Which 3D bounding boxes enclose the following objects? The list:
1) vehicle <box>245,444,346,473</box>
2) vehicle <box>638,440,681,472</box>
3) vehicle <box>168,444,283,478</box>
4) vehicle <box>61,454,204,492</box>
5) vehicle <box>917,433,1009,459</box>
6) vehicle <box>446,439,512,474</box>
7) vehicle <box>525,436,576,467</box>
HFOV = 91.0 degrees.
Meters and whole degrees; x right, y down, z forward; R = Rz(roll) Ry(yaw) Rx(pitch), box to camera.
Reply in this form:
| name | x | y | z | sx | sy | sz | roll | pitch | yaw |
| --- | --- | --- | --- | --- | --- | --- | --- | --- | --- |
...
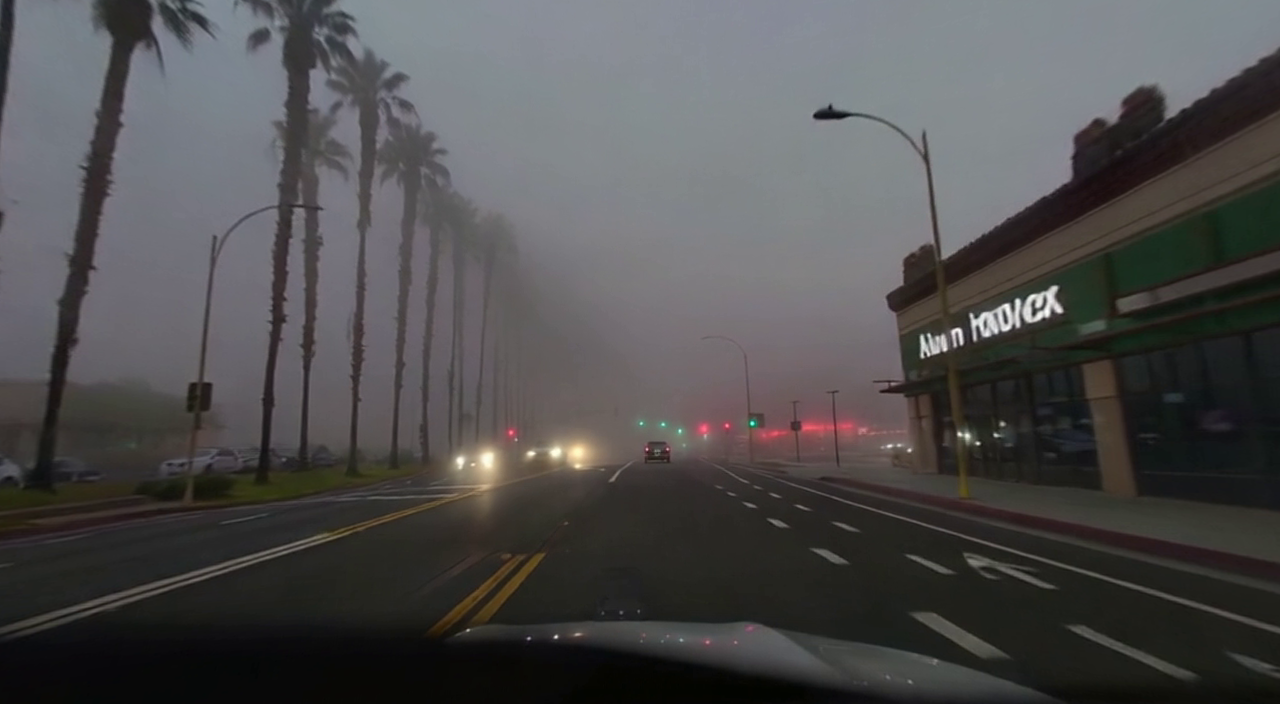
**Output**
| name | x | y | z | sx | sy | sz | roll | pitch | yaw |
| --- | --- | --- | --- | --- | --- | --- | --- | --- | --- |
| vehicle | -21.413 | 6.655 | 39.282 | 5.050 | 1.758 | 2.134 | 0 | -9 | 2 |
| vehicle | 0.948 | 5.315 | 32.418 | 2.065 | 1.507 | 4.225 | 0 | -9 | 1 |
| vehicle | -21.750 | 5.735 | 33.146 | 4.498 | 1.729 | 2.102 | 0 | -9 | 0 |
| vehicle | -21.814 | 5.211 | 27.195 | 4.552 | 1.389 | 1.779 | -2 | -11 | -2 |
| vehicle | 18.098 | 5.302 | 35.403 | 4.140 | 1.422 | 1.869 | 0 | -9 | -2 |
| vehicle | -9.793 | 6.394 | 38.841 | 2.328 | 1.976 | 5.915 | 0 | -8 | 2 |
| vehicle | -5.962 | 6.730 | 42.698 | 2.551 | 1.995 | 5.615 | 0 | -9 | 1 |
